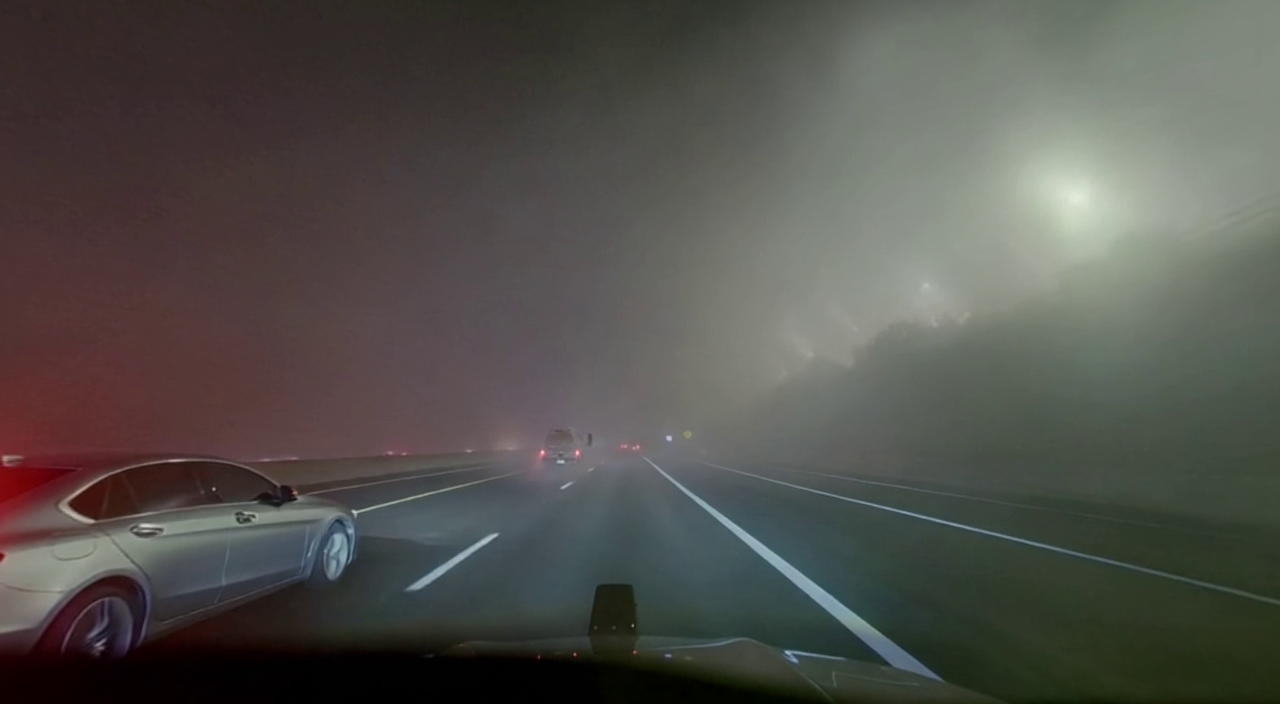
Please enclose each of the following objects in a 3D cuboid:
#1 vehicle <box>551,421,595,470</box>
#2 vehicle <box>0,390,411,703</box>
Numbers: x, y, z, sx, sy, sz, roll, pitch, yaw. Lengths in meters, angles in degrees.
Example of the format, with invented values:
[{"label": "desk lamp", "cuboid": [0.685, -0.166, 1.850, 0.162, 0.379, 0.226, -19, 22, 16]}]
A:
[{"label": "vehicle", "cuboid": [-4.351, 6.234, 42.220, 2.364, 2.953, 6.732, 0, -9, -1]}, {"label": "vehicle", "cuboid": [-3.669, 1.277, 4.976, 2.025, 1.556, 4.594, 0, -8, -1]}]
